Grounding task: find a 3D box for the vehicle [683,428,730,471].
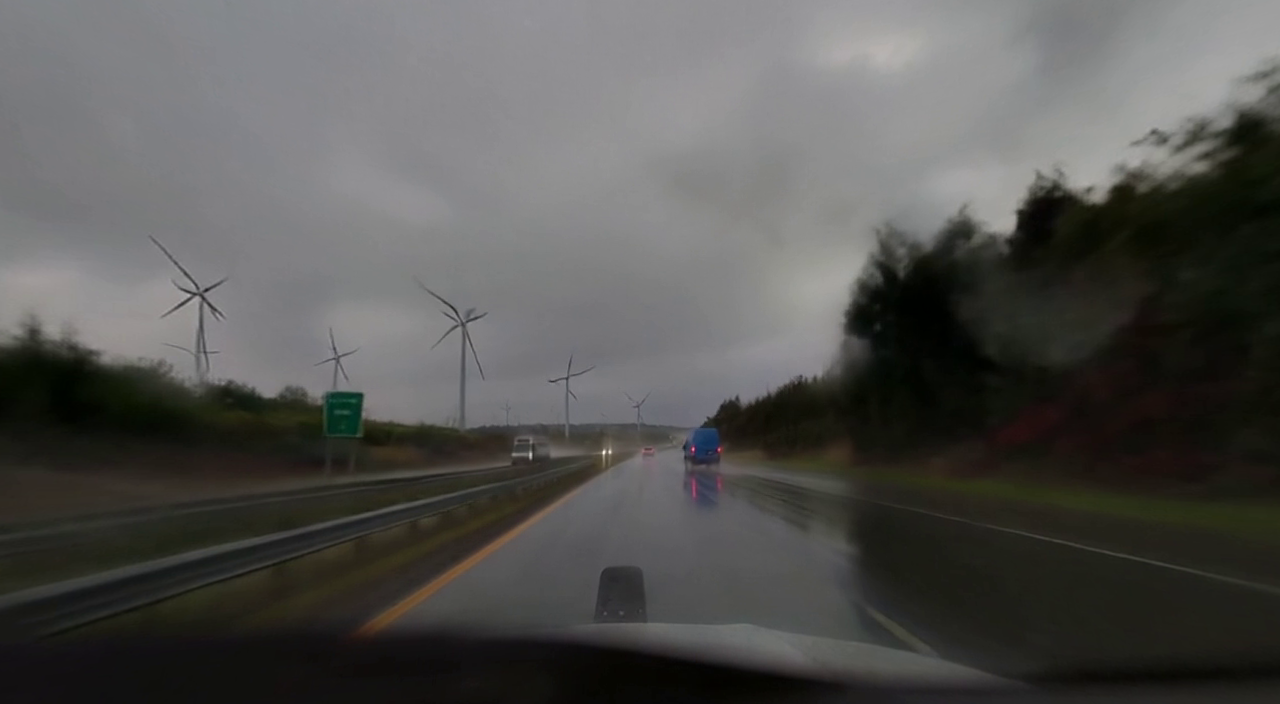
[{"bbox_3d":[4.376,6.591,42.674,2.437,2.735,5.507,0,-9,-1],"label":"vehicle"}]
